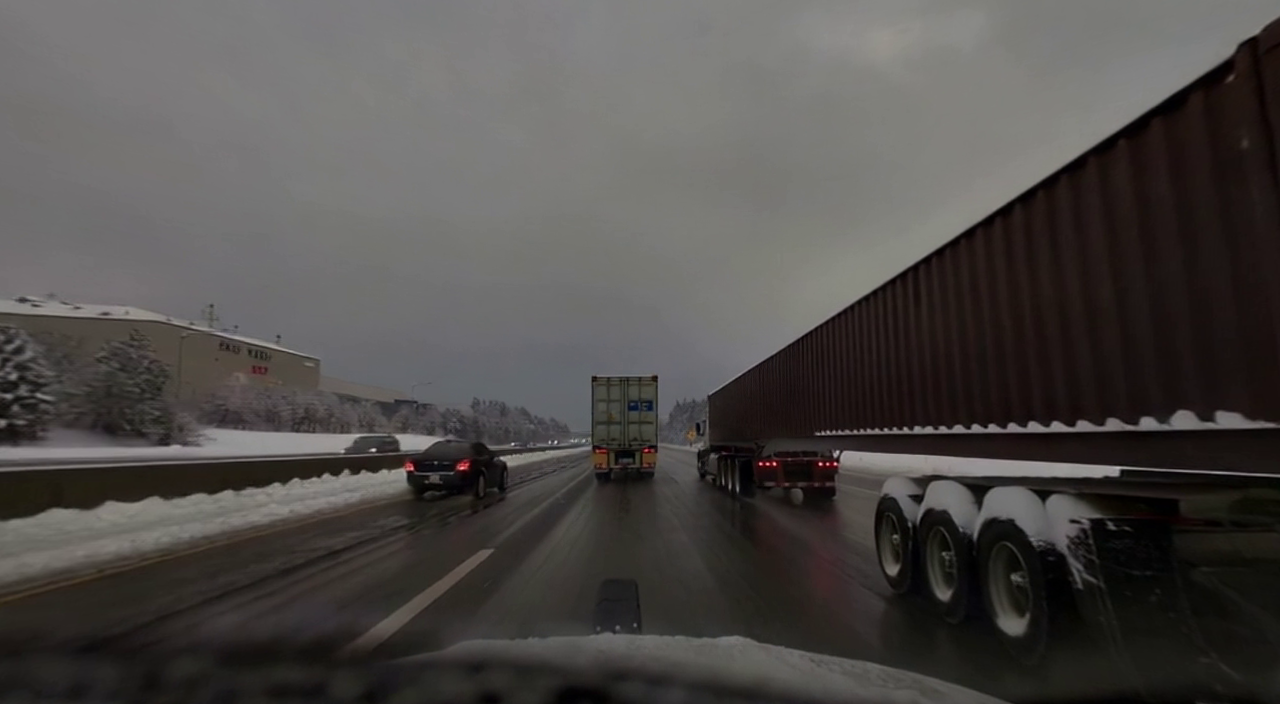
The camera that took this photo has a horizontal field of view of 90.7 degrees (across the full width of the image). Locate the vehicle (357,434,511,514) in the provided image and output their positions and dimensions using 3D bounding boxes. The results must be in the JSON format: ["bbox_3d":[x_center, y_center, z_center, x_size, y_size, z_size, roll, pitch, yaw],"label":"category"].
[{"bbox_3d":[-4.346,2.637,14.239,1.994,1.471,4.591,0,-9,-1],"label":"vehicle"}]

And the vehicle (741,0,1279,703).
[{"bbox_3d":[3.745,0.387,7.670,2.803,4.072,12.744,0,-8,-1],"label":"vehicle"}]

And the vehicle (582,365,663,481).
[{"bbox_3d":[-0.579,3.400,28.543,2.841,4.071,12.046,-1,-9,1],"label":"vehicle"}]
